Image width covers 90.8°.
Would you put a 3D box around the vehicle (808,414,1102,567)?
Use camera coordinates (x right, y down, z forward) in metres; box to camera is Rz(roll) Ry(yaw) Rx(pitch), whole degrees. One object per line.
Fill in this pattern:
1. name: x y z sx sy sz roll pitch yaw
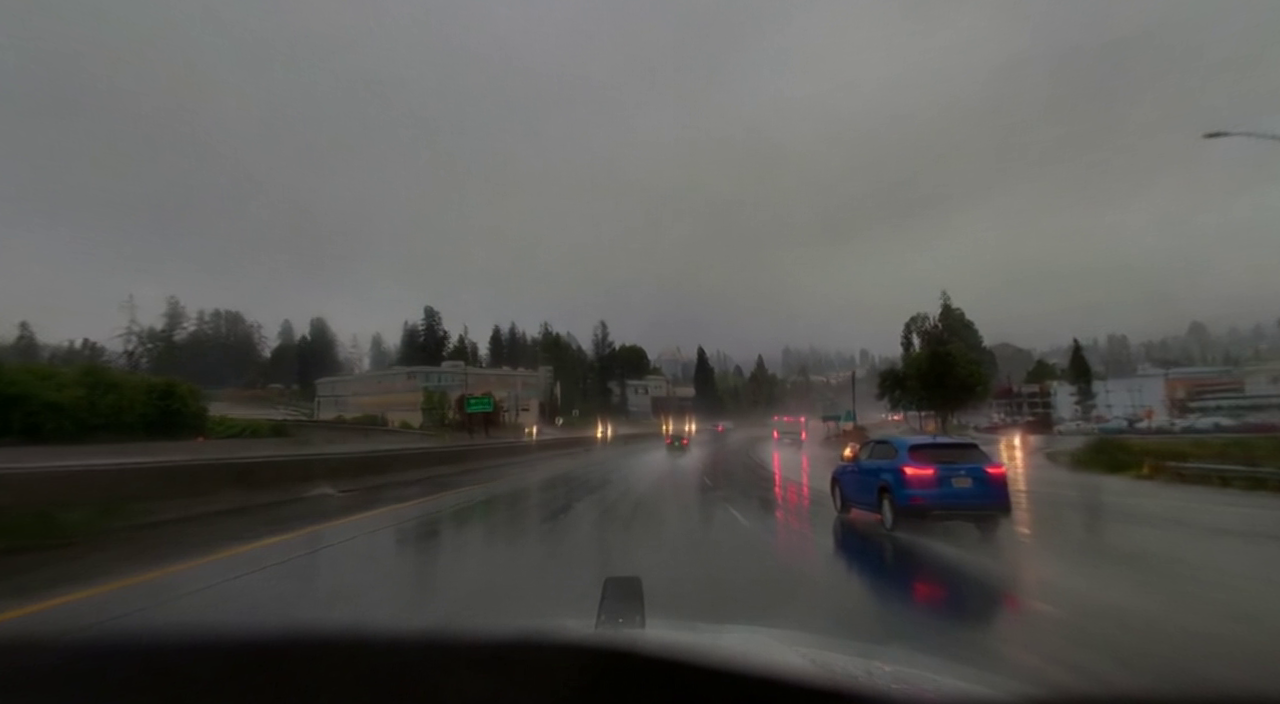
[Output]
1. vehicle: 4.039 1.837 9.160 2.097 1.659 4.320 0 -8 2

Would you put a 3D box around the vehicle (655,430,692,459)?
1. vehicle: 2.288 6.132 41.778 2.181 1.768 4.383 -1 -8 7

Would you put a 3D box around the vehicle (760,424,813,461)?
1. vehicle: 9.443 5.920 41.213 2.526 2.230 6.190 -1 -8 5
